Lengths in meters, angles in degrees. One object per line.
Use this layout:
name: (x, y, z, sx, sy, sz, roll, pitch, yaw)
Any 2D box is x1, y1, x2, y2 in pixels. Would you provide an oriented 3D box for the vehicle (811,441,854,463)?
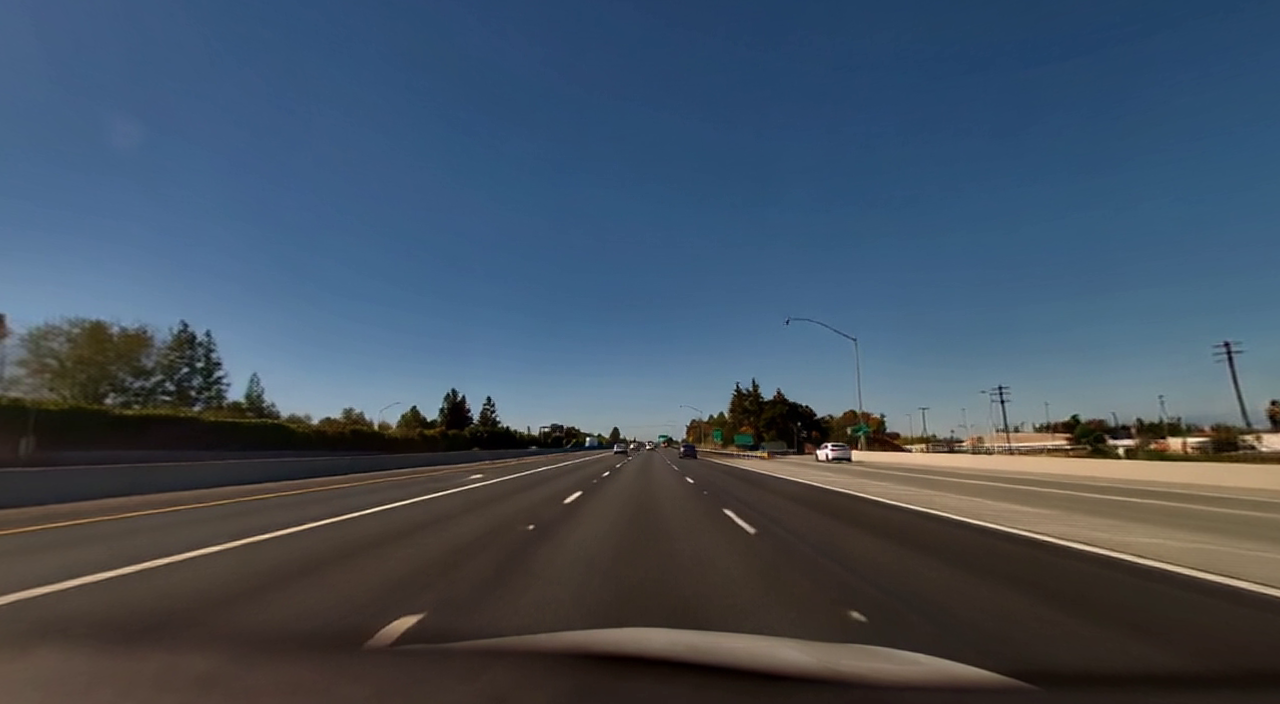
vehicle: (15.070, 7.823, 49.577, 2.039, 1.658, 4.457, 0, -8, 2)
